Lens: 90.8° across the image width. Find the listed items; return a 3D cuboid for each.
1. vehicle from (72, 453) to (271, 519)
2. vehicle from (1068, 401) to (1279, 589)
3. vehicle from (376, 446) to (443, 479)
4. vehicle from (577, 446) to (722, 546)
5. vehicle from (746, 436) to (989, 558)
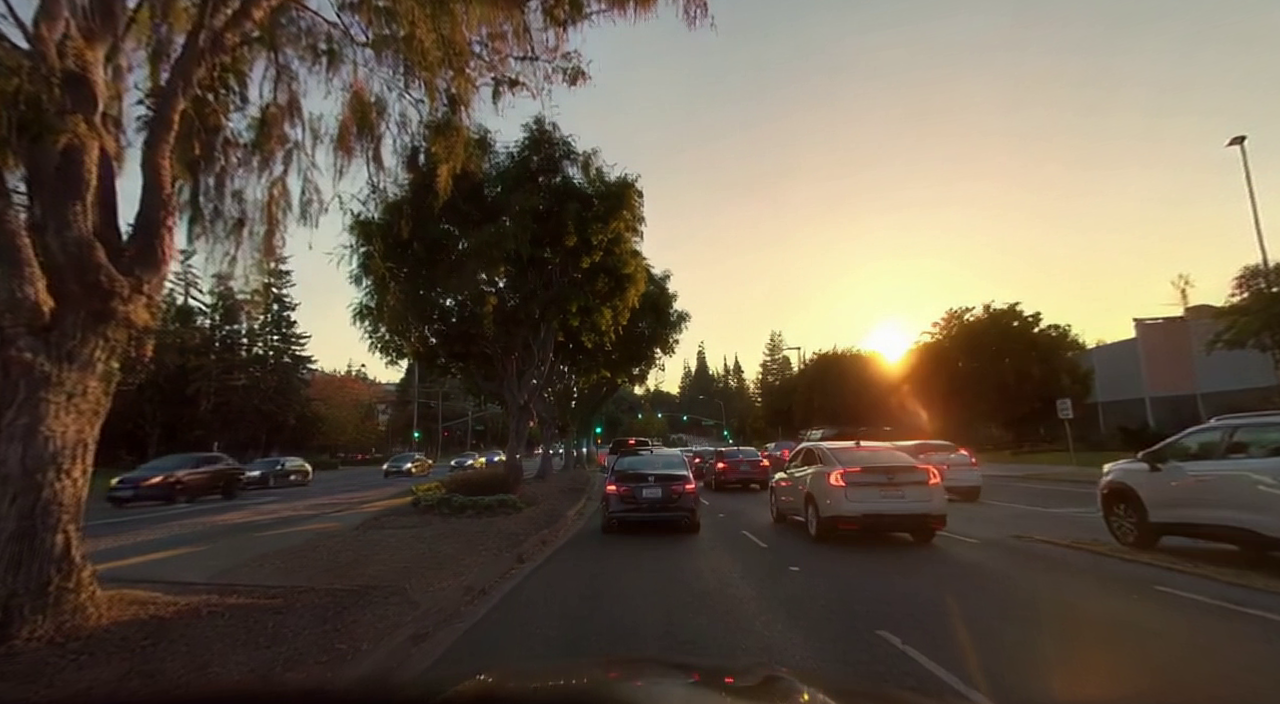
[{"bbox_3d":[-12.255,3.490,17.019,1.943,1.467,4.442,0,-9,0],"label":"vehicle"},{"bbox_3d":[6.932,1.413,6.437,1.987,1.730,4.373,0,-9,-1],"label":"vehicle"},{"bbox_3d":[-12.421,5.937,34.348,1.963,1.649,4.290,0,-8,0],"label":"vehicle"},{"bbox_3d":[0.092,2.274,10.713,1.990,1.347,4.067,0,-9,-1],"label":"vehicle"},{"bbox_3d":[3.165,2.120,10.147,1.970,1.445,4.974,0,-9,-1],"label":"vehicle"}]
